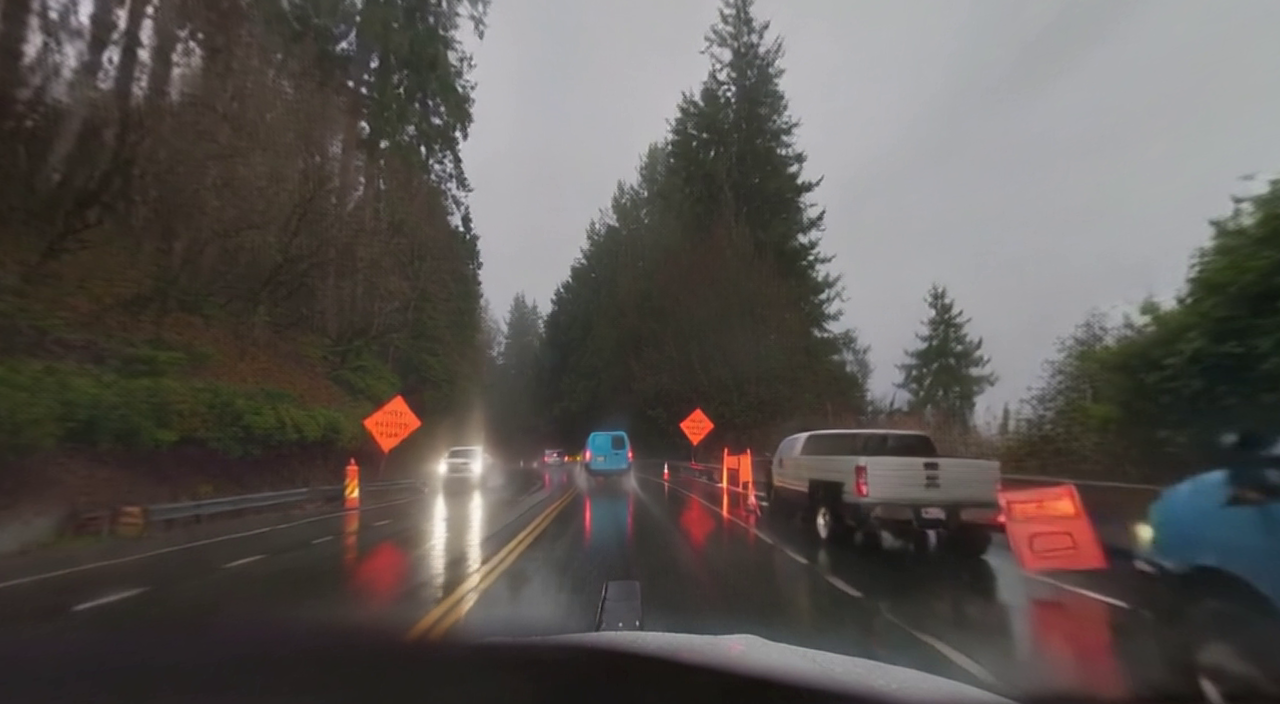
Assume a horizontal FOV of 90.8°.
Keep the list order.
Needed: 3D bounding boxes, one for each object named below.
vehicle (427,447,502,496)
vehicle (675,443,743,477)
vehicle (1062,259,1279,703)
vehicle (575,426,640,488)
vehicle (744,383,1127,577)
[{"bbox_3d":[-6.778,4.628,24.859,1.992,1.712,4.504,1,-9,-5],"label":"vehicle"},{"bbox_3d":[2.907,4.686,27.500,2.277,1.299,3.889,-1,-9,-3],"label":"vehicle"},{"bbox_3d":[4.186,0.361,0.801,2.613,2.153,6.713,0,-9,0],"label":"vehicle"},{"bbox_3d":[-1.441,4.251,25.765,2.362,2.247,4.892,1,-9,-6],"label":"vehicle"},{"bbox_3d":[3.559,1.816,9.874,2.415,1.932,6.910,1,-9,-2],"label":"vehicle"}]
